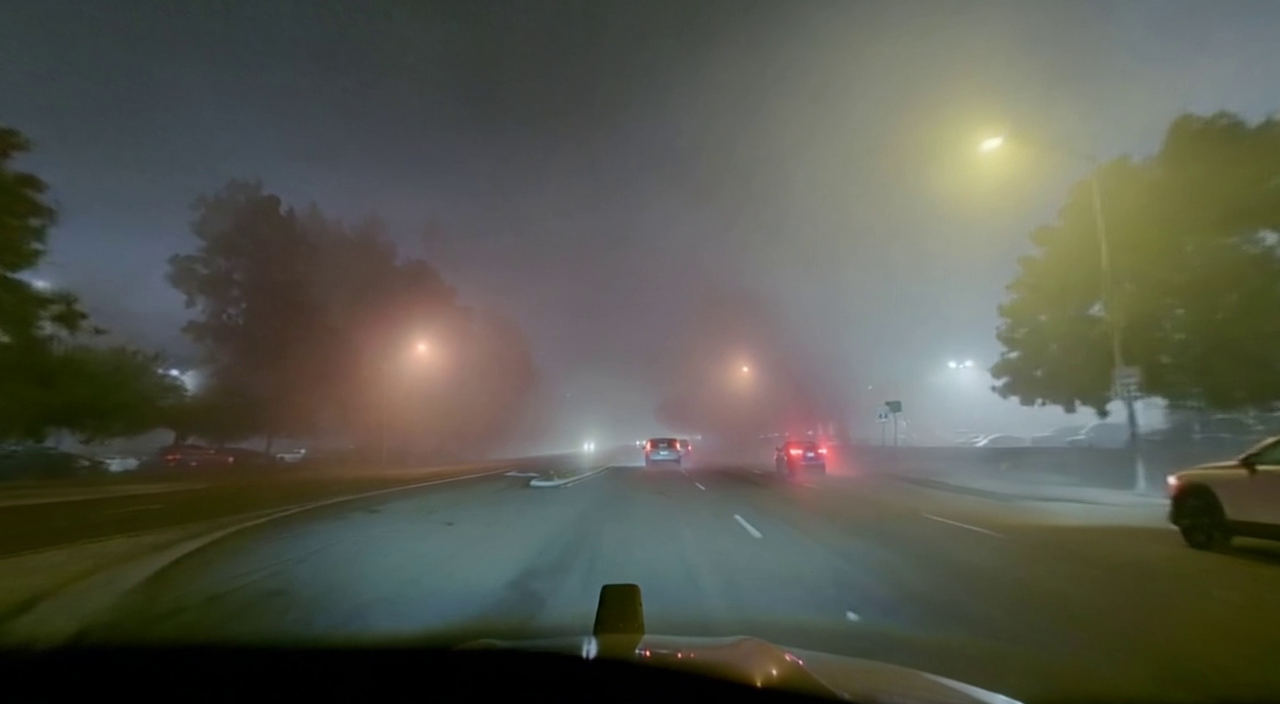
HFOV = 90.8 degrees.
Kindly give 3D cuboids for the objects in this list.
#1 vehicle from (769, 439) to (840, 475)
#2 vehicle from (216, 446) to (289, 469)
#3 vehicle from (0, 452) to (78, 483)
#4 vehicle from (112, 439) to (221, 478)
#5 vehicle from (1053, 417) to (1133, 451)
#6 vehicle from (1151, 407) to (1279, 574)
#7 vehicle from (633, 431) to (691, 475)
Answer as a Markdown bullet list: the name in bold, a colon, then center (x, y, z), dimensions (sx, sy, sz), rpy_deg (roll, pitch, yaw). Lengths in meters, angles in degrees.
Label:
- **vehicle**: center (7.506, 4.822, 29.291), dimensions (2.029, 1.548, 4.422), rpy_deg (0, -8, 0)
- **vehicle**: center (-29.544, 8.065, 48.261), dimensions (4.251, 1.598, 1.925), rpy_deg (-2, -10, -1)
- **vehicle**: center (-30.243, 5.573, 30.597), dimensions (4.037, 1.445, 2.067), rpy_deg (0, -8, 2)
- **vehicle**: center (-30.215, 6.773, 40.442), dimensions (5.278, 2.181, 1.993), rpy_deg (-2, -6, -3)
- **vehicle**: center (35.059, 6.461, 49.113), dimensions (2.537, 2.468, 5.020), rpy_deg (0, -9, 3)
- **vehicle**: center (7.642, 1.355, 6.010), dimensions (2.025, 1.719, 4.161), rpy_deg (0, -8, 0)
- **vehicle**: center (0.884, 4.481, 28.342), dimensions (2.227, 1.794, 4.457), rpy_deg (0, -8, -2)
